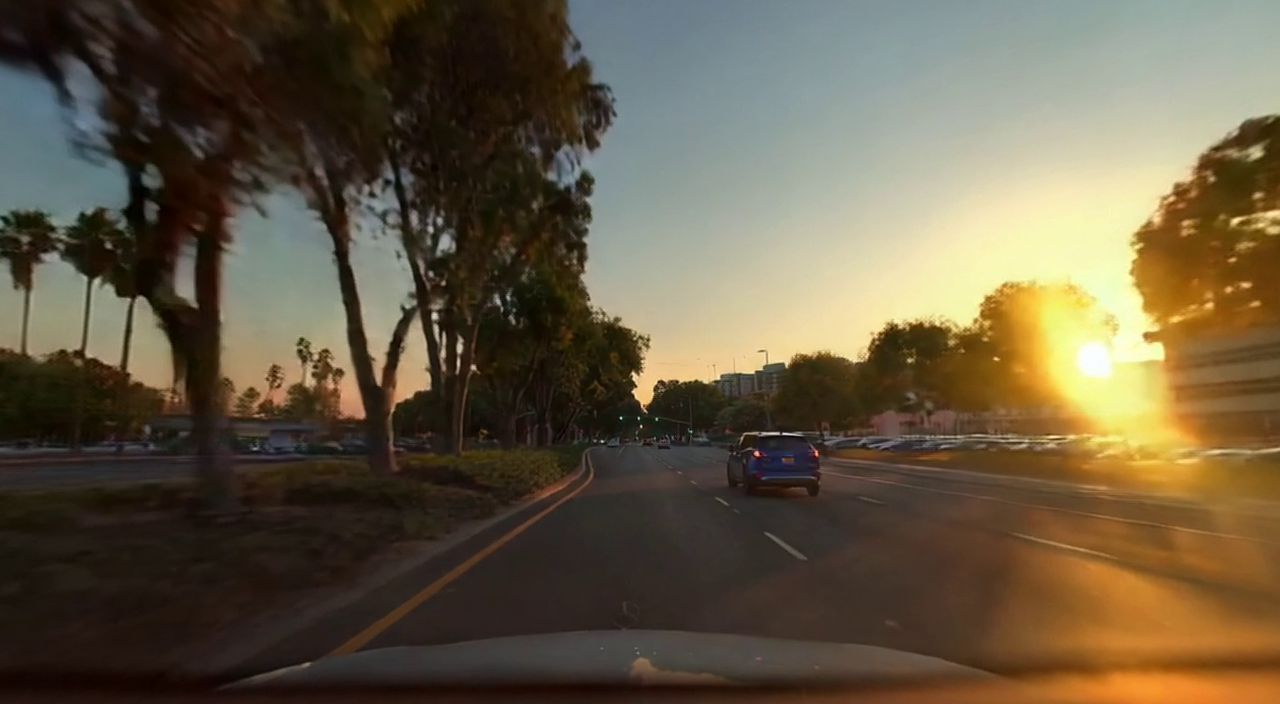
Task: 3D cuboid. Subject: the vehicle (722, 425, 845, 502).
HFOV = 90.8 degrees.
[{"bbox_3d":[3.475,2.801,16.210,2.072,1.696,4.177,0,-8,-1],"label":"vehicle"}]
